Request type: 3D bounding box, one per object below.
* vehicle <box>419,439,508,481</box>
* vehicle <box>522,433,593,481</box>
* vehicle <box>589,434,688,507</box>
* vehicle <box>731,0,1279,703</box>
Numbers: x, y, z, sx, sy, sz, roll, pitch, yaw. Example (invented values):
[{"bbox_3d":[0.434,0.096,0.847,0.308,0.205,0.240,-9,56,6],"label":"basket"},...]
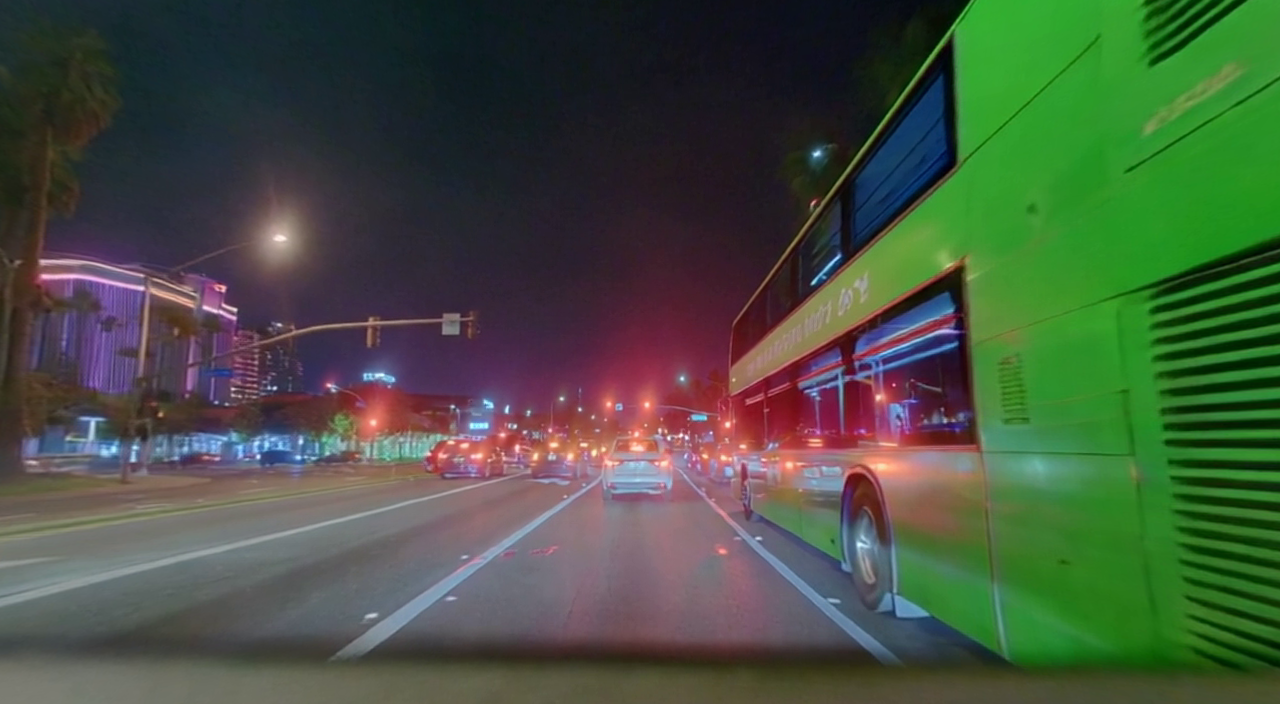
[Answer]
[{"bbox_3d":[-6.799,4.209,24.907,1.927,1.480,4.832,-1,-9,2],"label":"vehicle"},{"bbox_3d":[-3.146,4.110,25.004,2.020,1.721,4.366,-1,-9,2],"label":"vehicle"},{"bbox_3d":[-0.021,2.762,15.111,2.060,1.499,3.831,0,-9,0],"label":"vehicle"},{"bbox_3d":[3.579,0.395,7.820,2.970,4.015,13.606,0,-9,0],"label":"vehicle"}]
